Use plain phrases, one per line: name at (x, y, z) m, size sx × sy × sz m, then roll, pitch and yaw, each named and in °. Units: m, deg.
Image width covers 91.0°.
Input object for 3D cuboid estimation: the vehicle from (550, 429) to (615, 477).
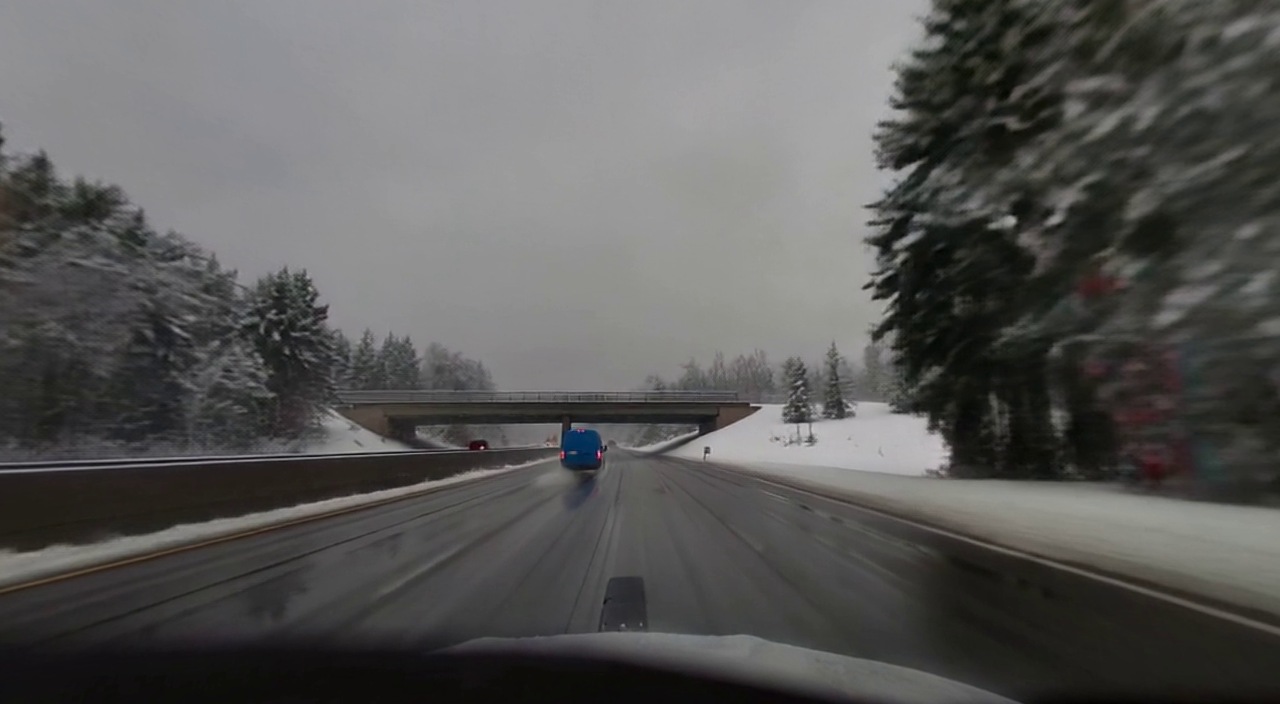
vehicle at (-2.388, 4.403, 27.591) m, size 2.372 × 1.891 × 5.061 m, roll 0°, pitch -8°, yaw 0°
